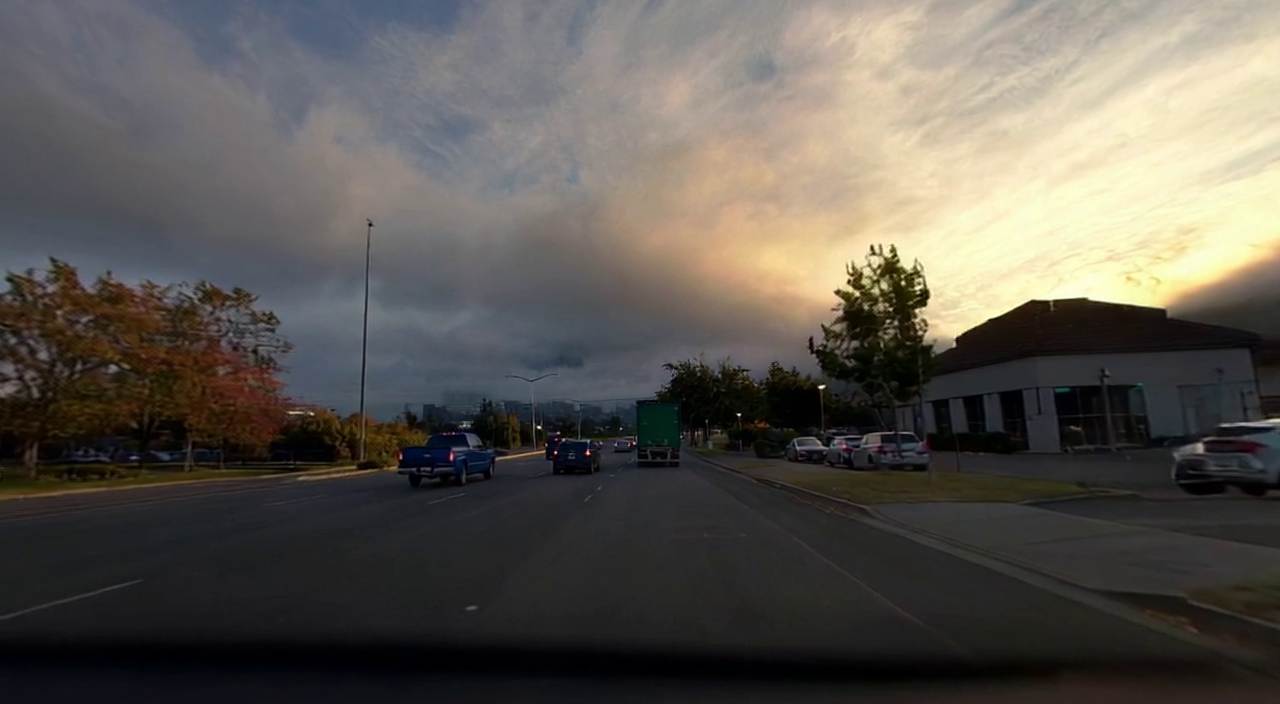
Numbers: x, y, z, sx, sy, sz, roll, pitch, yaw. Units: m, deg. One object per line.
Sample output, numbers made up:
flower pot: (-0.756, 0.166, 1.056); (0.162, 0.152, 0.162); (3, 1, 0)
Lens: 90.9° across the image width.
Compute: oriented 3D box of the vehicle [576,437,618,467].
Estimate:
vehicle: (-2.526, 6.006, 38.035); (2.114, 1.663, 4.381); (0, -8, 2)

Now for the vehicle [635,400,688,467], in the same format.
vehicle: (1.244, 5.116, 38.970); (2.905, 3.644, 8.441); (0, -8, 1)

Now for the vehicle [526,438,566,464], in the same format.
vehicle: (-6.318, 6.698, 42.795); (1.908, 1.616, 4.089); (0, -8, 2)

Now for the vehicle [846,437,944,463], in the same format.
vehicle: (14.874, 5.749, 36.906); (4.830, 1.472, 2.042); (0, -8, 0)

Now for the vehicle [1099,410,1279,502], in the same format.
vehicle: (12.454, 2.184, 13.537); (1.880, 1.642, 4.523); (-1, -8, 2)

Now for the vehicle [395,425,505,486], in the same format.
vehicle: (-6.522, 3.624, 22.401); (2.149, 1.893, 5.187); (0, -8, 2)
